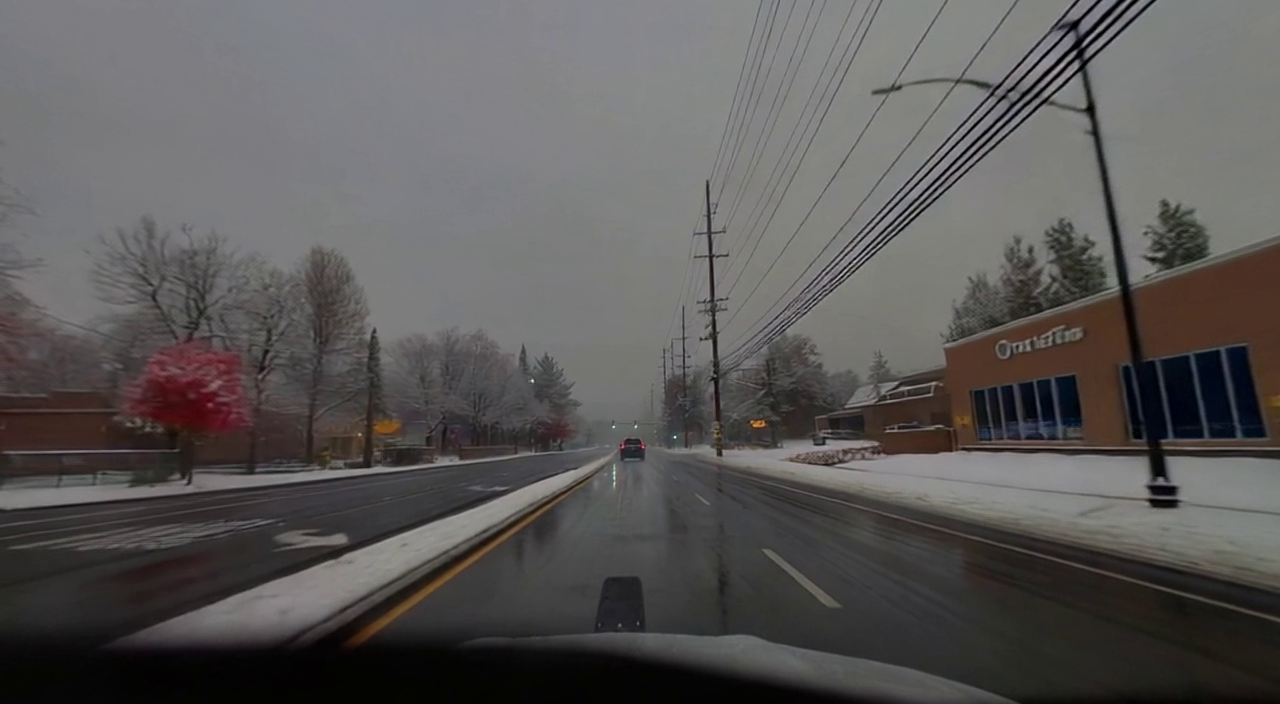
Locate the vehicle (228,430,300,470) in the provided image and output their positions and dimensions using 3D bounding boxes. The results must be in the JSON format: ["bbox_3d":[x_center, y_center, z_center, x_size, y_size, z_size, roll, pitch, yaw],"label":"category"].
[{"bbox_3d":[-25.708,6.717,43.428,2.364,2.577,5.460,2,-9,-11],"label":"vehicle"}]

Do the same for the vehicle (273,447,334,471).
[{"bbox_3d":[-23.142,7.347,43.661,1.972,1.505,4.657,1,-9,-5],"label":"vehicle"}]
